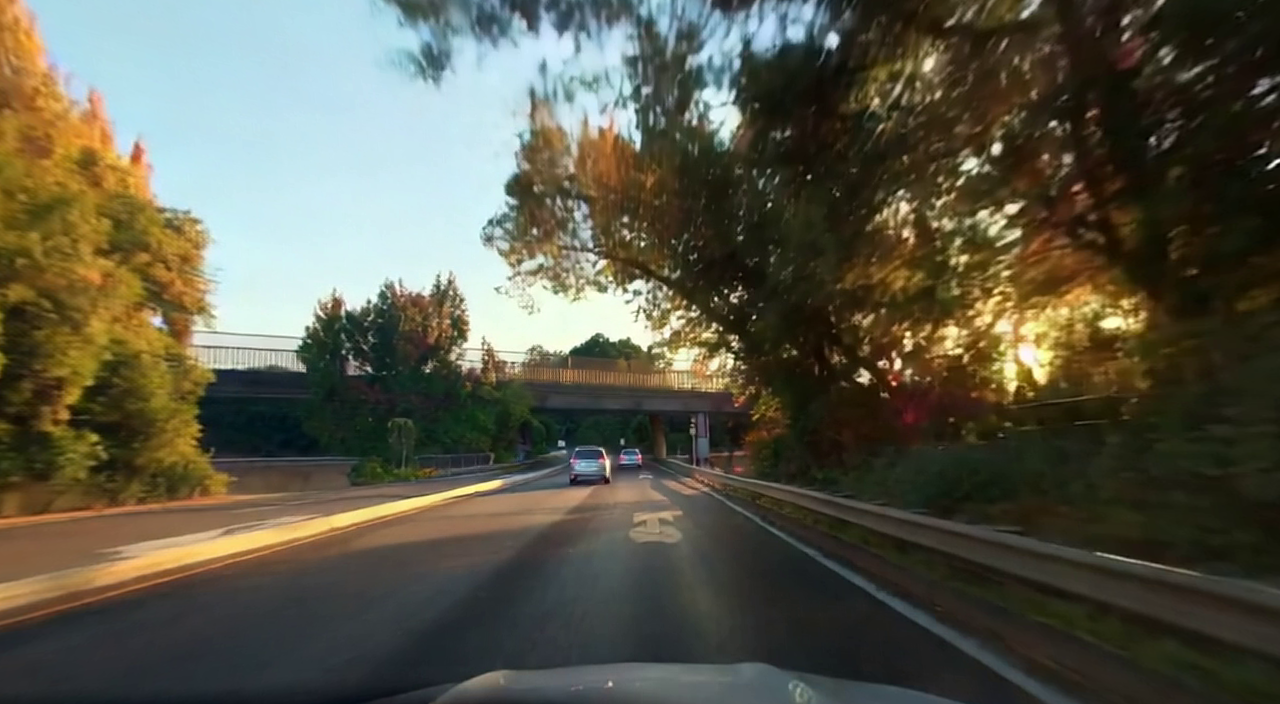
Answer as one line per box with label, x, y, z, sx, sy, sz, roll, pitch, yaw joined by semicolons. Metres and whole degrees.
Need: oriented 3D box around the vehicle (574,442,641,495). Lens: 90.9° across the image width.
vehicle;-1.092;3.844;21.062;2.037;1.601;3.643;0;-9;-3
